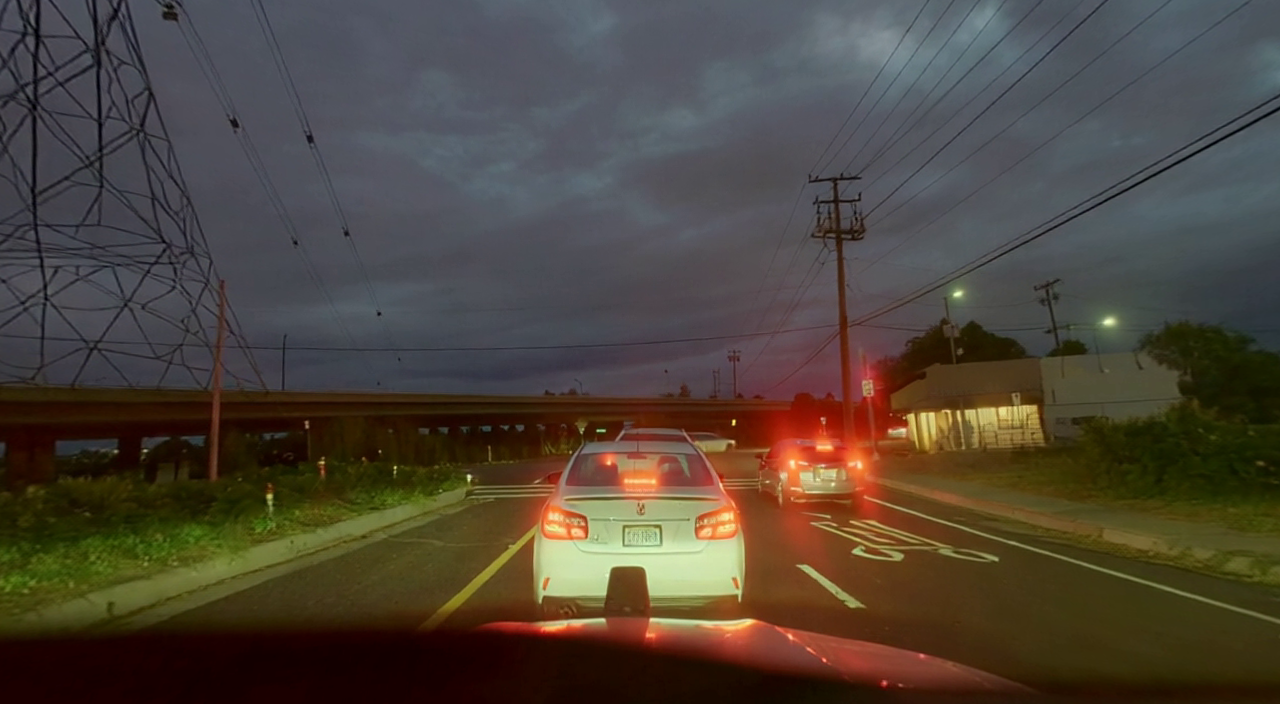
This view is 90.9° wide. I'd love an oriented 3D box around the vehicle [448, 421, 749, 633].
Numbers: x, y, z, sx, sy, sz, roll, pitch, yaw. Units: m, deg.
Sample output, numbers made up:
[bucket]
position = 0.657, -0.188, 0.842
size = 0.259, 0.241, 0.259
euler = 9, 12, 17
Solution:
[vehicle]
position = -0.252, 1.526, 6.467
size = 2.090, 1.458, 4.033
euler = -1, -9, 1
